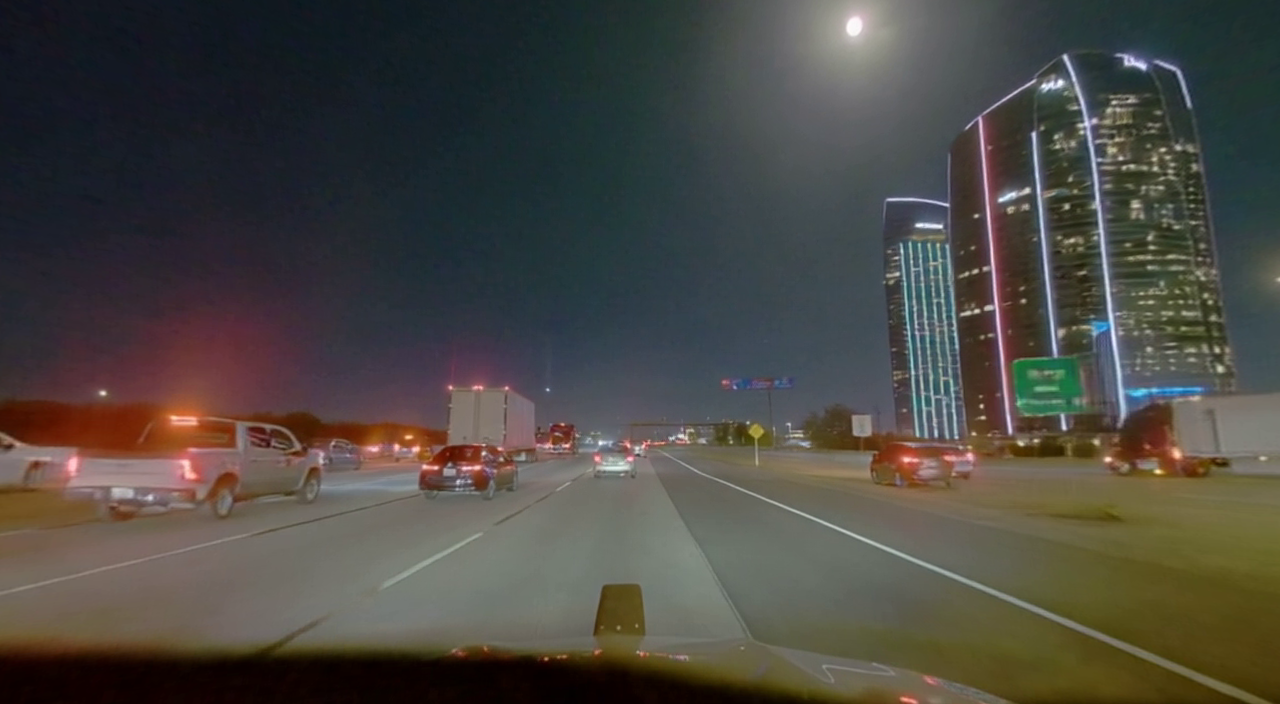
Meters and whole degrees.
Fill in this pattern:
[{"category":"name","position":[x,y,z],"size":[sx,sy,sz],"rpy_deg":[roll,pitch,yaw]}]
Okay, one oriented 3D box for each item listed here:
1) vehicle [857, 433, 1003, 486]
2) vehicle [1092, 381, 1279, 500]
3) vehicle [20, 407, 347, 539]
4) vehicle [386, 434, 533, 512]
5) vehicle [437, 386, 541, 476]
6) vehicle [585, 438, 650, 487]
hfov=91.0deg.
[{"category":"vehicle","position":[11.983,4.471,26.612],"size":[2.415,1.972,5.572],"rpy_deg":[3,-9,-18]},{"category":"vehicle","position":[21.925,3.061,21.725],"size":[3.015,3.855,9.519],"rpy_deg":[7,-11,-39]},{"category":"vehicle","position":[-7.536,2.050,11.275],"size":[2.190,1.821,4.800],"rpy_deg":[0,-9,0]},{"category":"vehicle","position":[-3.900,2.692,14.479],"size":[2.016,1.497,4.235],"rpy_deg":[0,-9,2]},{"category":"vehicle","position":[-6.319,3.581,27.801],"size":[2.955,3.359,8.322],"rpy_deg":[1,-9,-3]},{"category":"vehicle","position":[-0.675,3.654,21.125],"size":[1.991,1.488,3.922],"rpy_deg":[0,-9,0]}]
